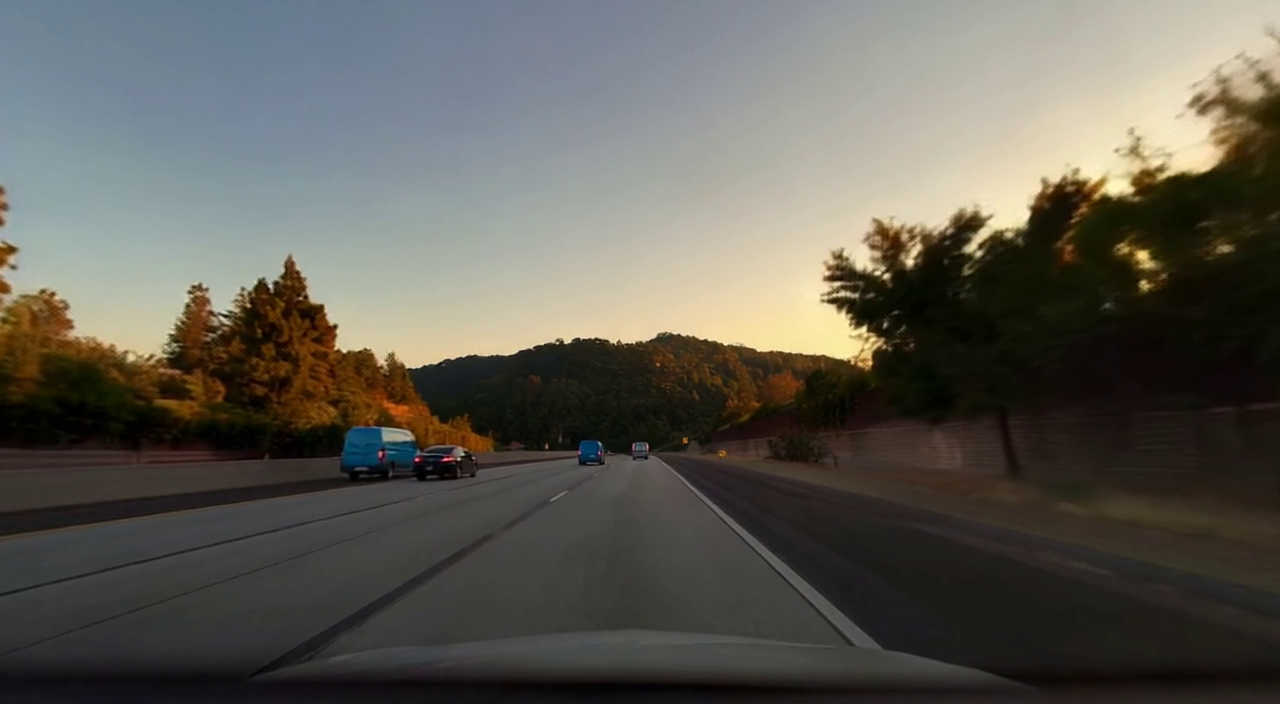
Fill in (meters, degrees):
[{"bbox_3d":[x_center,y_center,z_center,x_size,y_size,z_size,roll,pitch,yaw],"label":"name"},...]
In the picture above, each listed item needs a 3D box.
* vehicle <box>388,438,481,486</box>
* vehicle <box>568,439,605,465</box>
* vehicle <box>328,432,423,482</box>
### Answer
[{"bbox_3d":[-7.470,4.030,23.354,2.014,1.598,4.015,0,-8,1],"label":"vehicle"},{"bbox_3d":[-4.049,7.663,48.525,2.313,1.852,4.775,0,-8,2],"label":"vehicle"},{"bbox_3d":[-10.907,4.363,26.433,1.977,1.870,4.525,0,-8,0],"label":"vehicle"}]
